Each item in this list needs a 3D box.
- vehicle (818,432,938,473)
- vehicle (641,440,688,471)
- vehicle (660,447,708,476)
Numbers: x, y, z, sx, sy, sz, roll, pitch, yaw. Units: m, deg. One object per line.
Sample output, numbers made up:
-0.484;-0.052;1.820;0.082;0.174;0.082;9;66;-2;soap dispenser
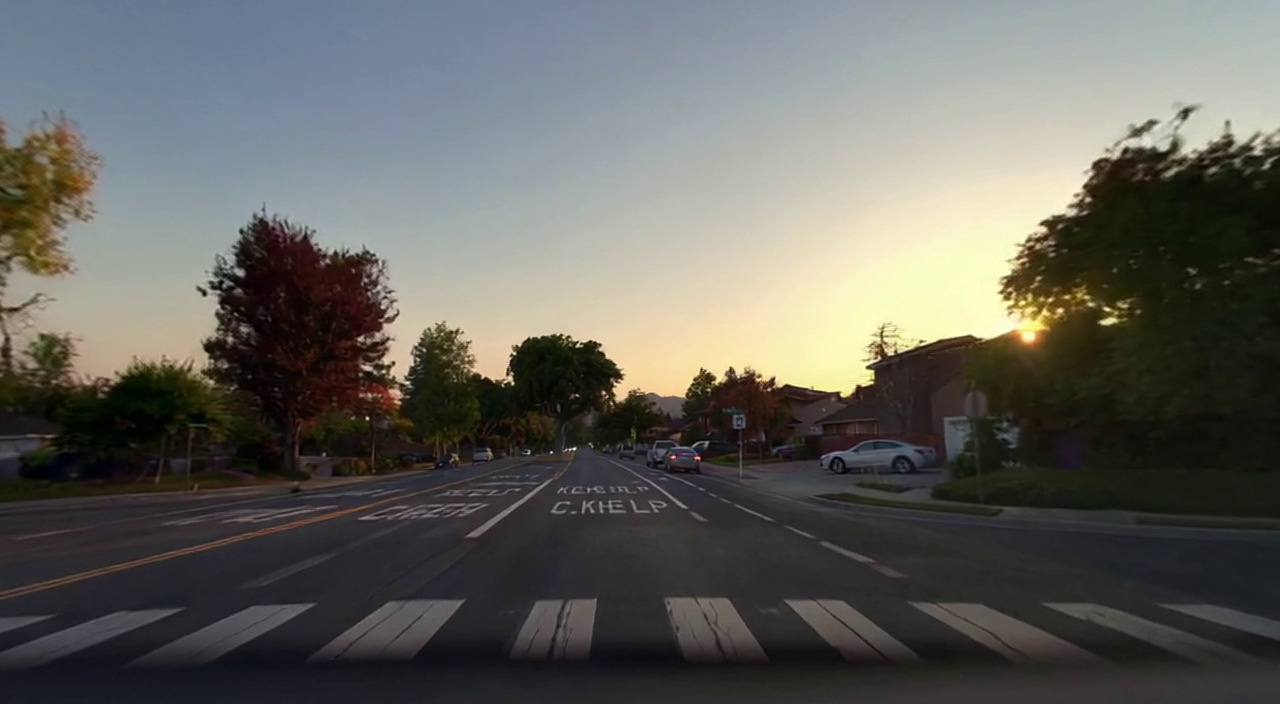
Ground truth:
10.276;4.361;27.451;4.492;1.619;1.849;-6;-10;33;vehicle
1.470;6.746;41.302;2.293;1.858;5.868;1;-9;-6;vehicle
2.332;5.968;34.666;1.919;1.474;4.370;1;-9;-6;vehicle
